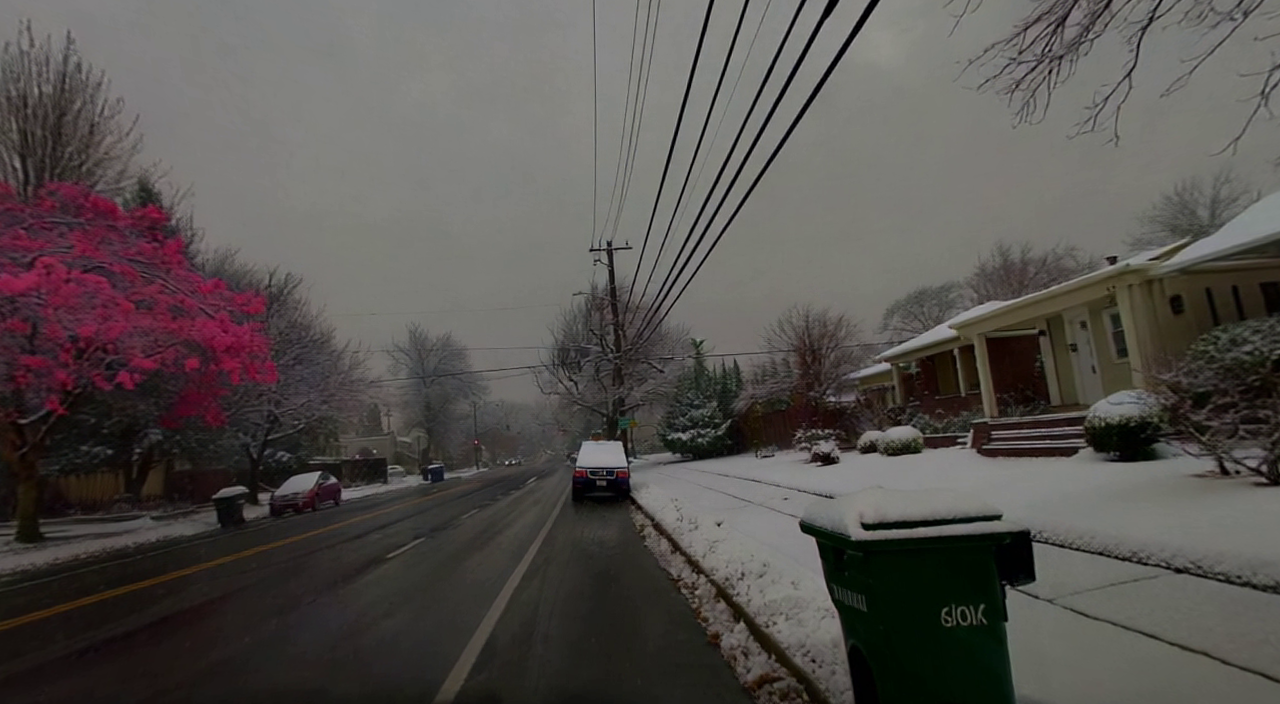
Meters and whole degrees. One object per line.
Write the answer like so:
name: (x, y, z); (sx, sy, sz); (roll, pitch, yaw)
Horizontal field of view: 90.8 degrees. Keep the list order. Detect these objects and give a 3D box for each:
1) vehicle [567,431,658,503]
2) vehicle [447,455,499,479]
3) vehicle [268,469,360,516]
vehicle: (-0.820, 3.080, 17.386); (2.190, 1.708, 4.115); (0, -8, -4)
vehicle: (-12.970, 8.891, 48.934); (2.218, 1.679, 4.723); (6, -11, -37)
vehicle: (-13.769, 5.917, 26.986); (1.982, 1.660, 4.142); (1, -8, -6)
